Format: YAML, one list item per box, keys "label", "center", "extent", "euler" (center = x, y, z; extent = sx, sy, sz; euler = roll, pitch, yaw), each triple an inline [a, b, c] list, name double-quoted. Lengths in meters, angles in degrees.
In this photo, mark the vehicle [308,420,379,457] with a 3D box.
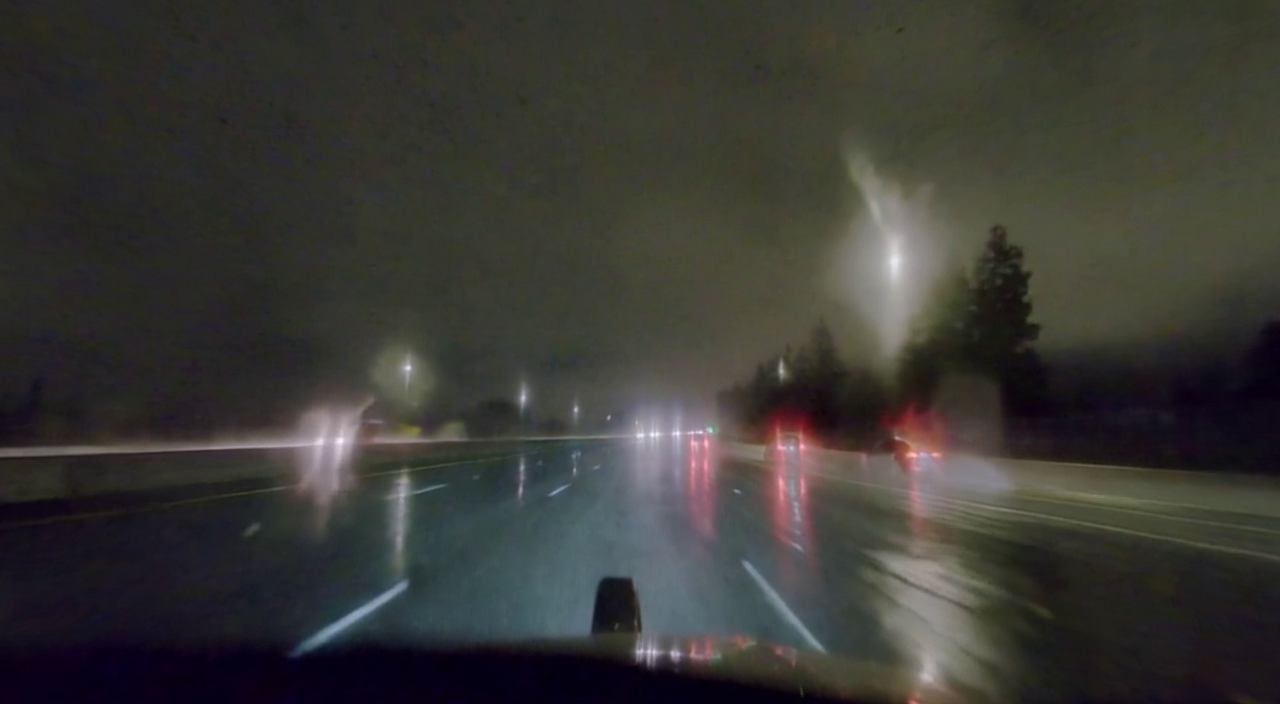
- label: "vehicle"
  center: [-22.750, 6.654, 48.576]
  extent: [2.365, 2.672, 6.114]
  euler: [0, -8, 2]
